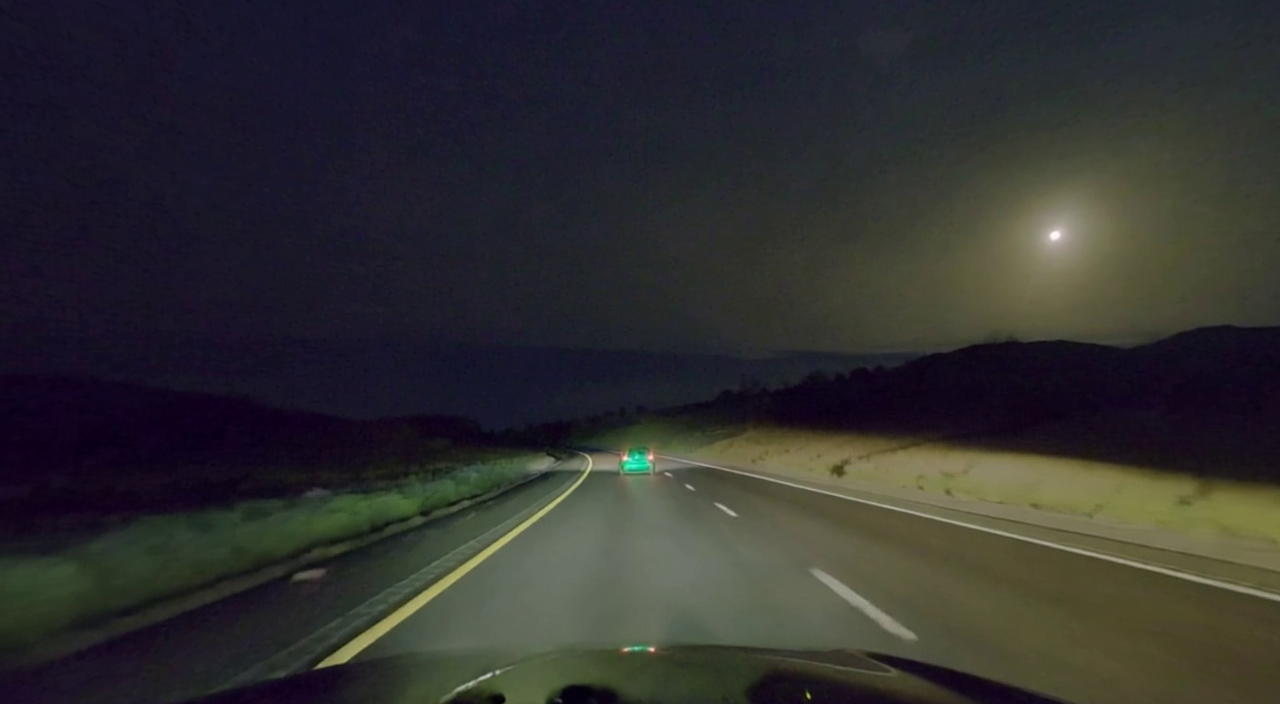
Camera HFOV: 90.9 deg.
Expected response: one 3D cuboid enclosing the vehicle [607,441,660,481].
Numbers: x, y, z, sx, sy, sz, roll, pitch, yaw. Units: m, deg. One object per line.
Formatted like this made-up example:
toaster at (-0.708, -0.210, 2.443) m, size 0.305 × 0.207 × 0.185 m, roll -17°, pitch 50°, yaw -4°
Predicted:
vehicle at (-0.343, 4.445, 26.017) m, size 2.029 × 1.474 × 4.183 m, roll 0°, pitch -9°, yaw -2°
